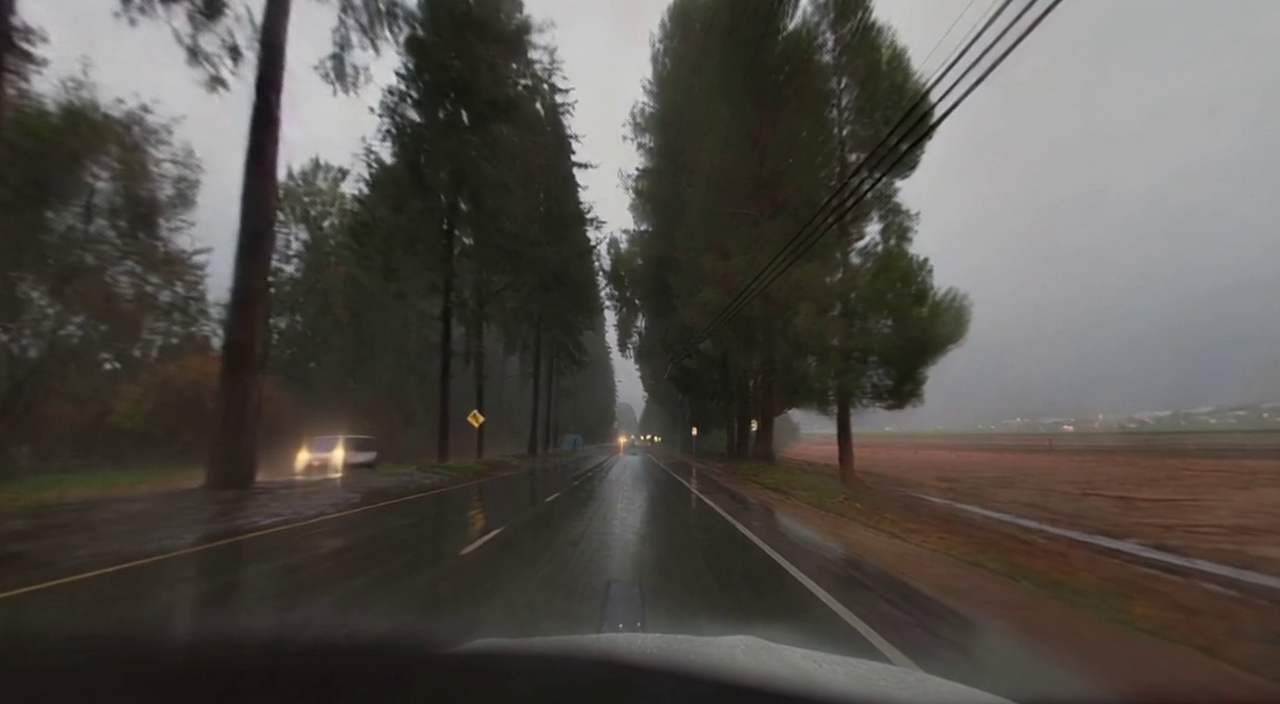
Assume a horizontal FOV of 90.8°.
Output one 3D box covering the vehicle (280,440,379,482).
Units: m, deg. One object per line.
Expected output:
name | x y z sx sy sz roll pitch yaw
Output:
vehicle | -13.629 4.785 28.098 2.030 1.688 4.527 0 -8 0
